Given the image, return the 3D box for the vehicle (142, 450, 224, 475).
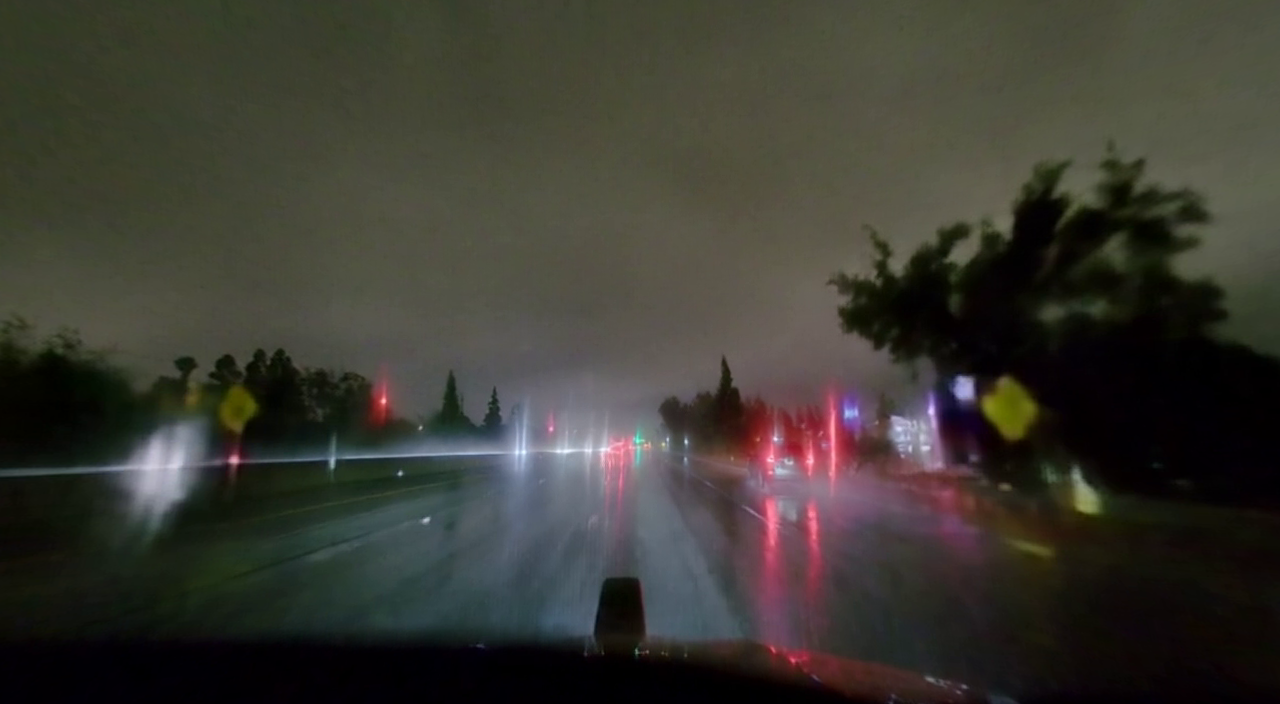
[{"bbox_3d":[-30.483,7.349,42.204,1.908,1.561,4.572,-1,-9,2],"label":"vehicle"}]
